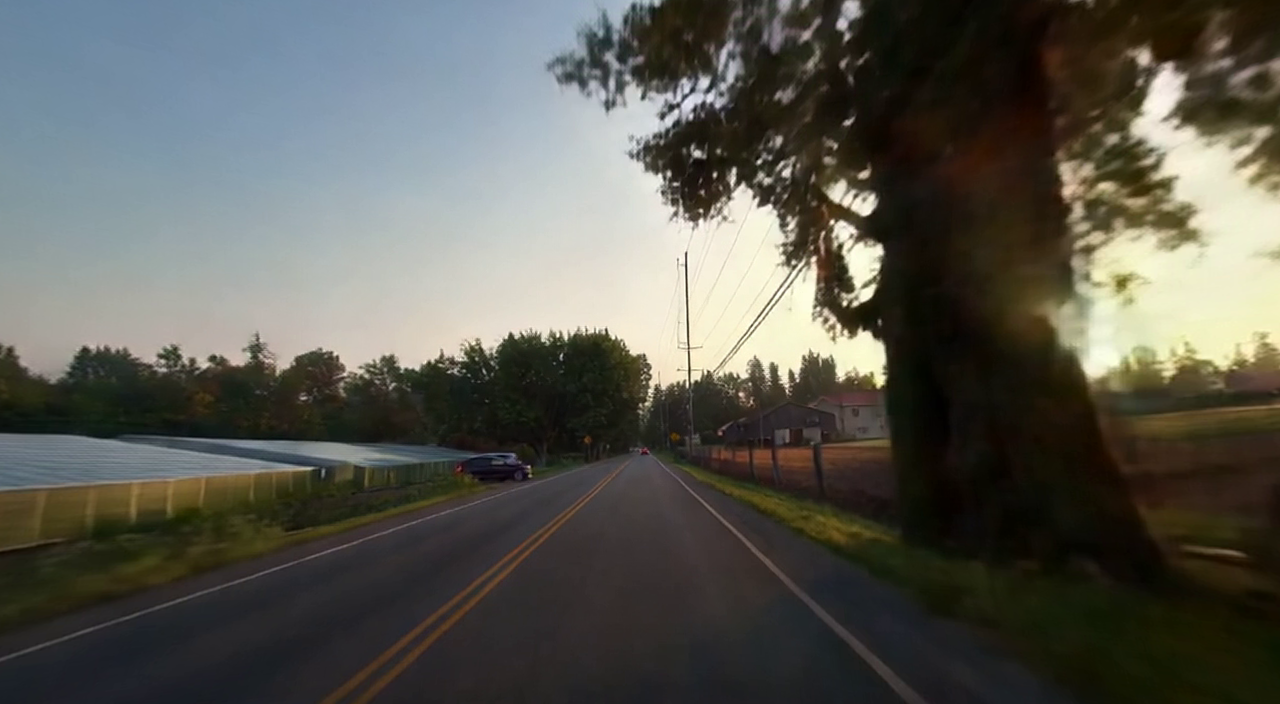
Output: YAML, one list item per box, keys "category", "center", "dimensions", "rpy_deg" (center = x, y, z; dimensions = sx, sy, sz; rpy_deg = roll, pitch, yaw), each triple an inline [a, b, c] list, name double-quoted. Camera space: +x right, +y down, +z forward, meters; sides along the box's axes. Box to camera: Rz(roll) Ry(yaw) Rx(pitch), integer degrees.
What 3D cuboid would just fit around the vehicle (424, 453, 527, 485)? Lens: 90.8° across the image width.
- category: "vehicle"
  center: [-8.115, 5.816, 31.456]
  dimensions: [4.525, 1.499, 1.934]
  rpy_deg: [0, -8, 1]
